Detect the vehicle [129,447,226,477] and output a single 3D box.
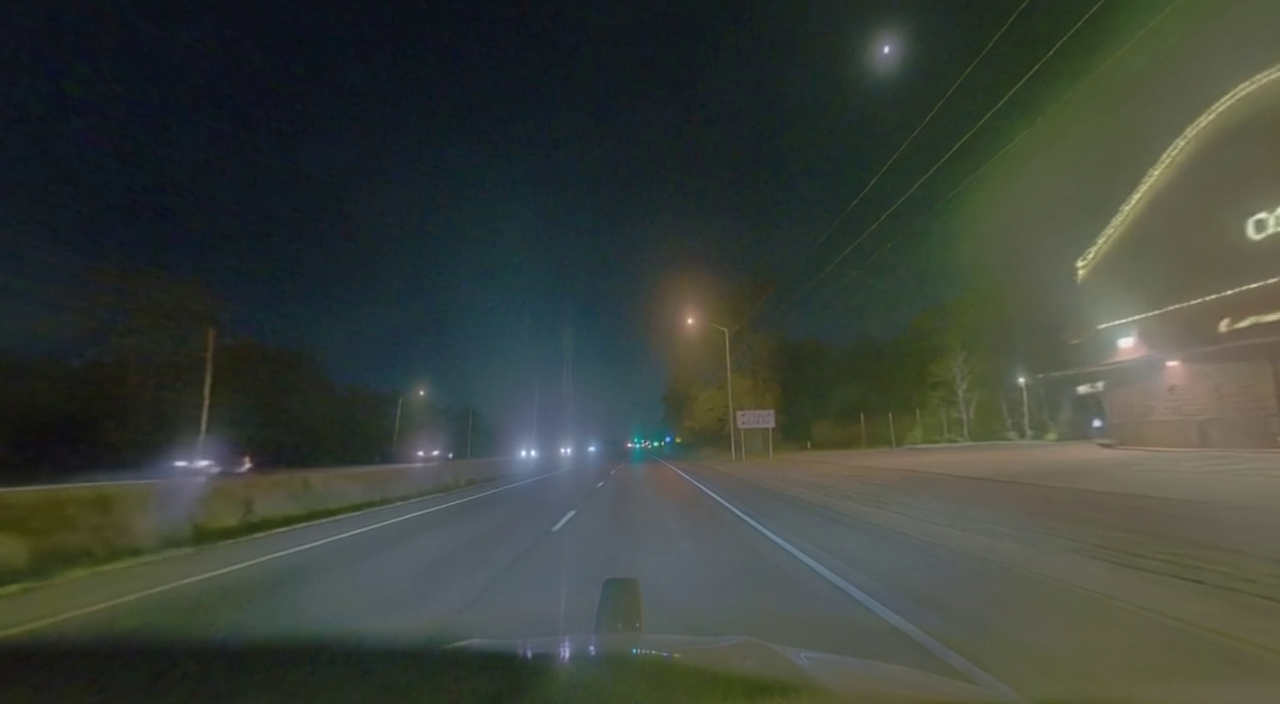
[{"bbox_3d":[-24.485,5.825,33.563,1.826,1.506,4.293,0,-9,1],"label":"vehicle"}]
